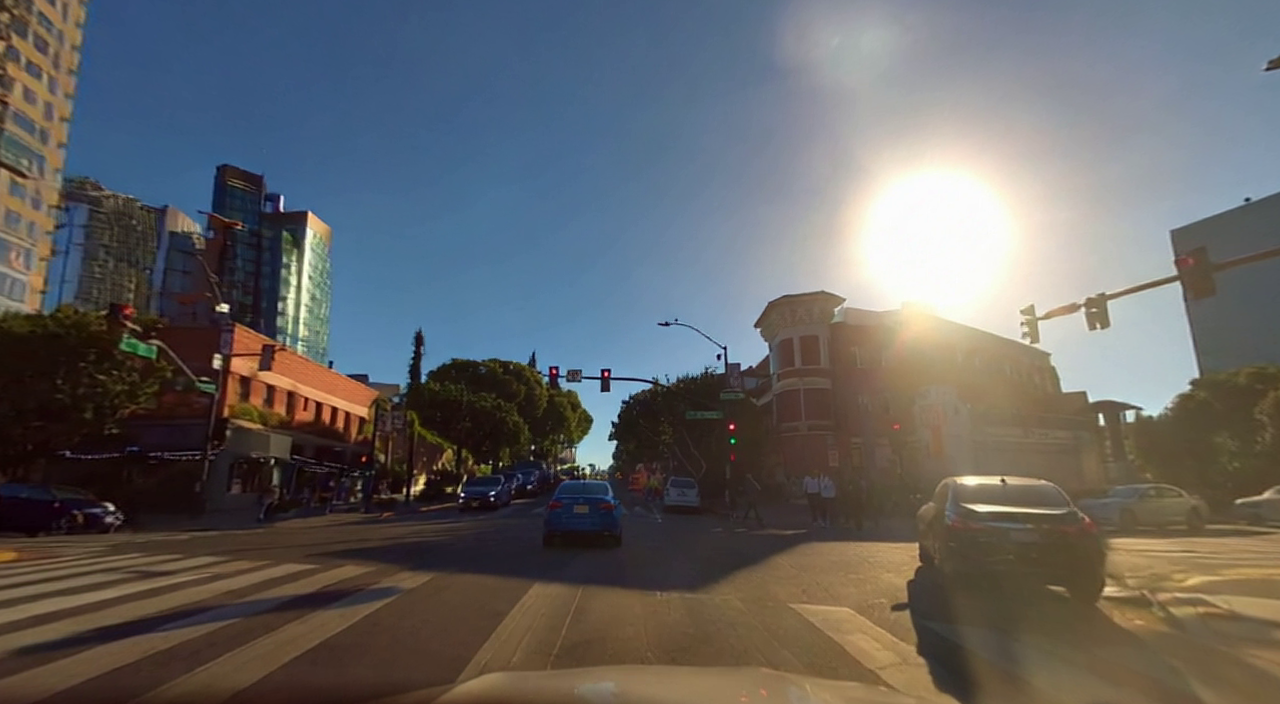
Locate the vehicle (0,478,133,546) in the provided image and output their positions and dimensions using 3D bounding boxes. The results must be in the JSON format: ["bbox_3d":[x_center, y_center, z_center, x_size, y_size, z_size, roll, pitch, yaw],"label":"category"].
[{"bbox_3d":[-20.743,5.445,21.681,4.750,2.083,2.002,0,-8,1],"label":"vehicle"}]

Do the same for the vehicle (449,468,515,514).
[{"bbox_3d":[-7.766,6.856,31.482,2.226,1.896,4.438,0,-8,-1],"label":"vehicle"}]

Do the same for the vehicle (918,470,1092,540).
[{"bbox_3d":[13.381,5.605,23.365,4.974,2.266,2.324,0,-8,-4],"label":"vehicle"}]

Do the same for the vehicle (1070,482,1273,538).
[{"bbox_3d":[19.505,5.808,23.370,5.345,1.747,2.410,0,-8,-1],"label":"vehicle"}]

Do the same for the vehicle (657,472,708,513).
[{"bbox_3d":[2.061,6.990,31.684,1.908,1.741,4.066,1,-8,-6],"label":"vehicle"}]
